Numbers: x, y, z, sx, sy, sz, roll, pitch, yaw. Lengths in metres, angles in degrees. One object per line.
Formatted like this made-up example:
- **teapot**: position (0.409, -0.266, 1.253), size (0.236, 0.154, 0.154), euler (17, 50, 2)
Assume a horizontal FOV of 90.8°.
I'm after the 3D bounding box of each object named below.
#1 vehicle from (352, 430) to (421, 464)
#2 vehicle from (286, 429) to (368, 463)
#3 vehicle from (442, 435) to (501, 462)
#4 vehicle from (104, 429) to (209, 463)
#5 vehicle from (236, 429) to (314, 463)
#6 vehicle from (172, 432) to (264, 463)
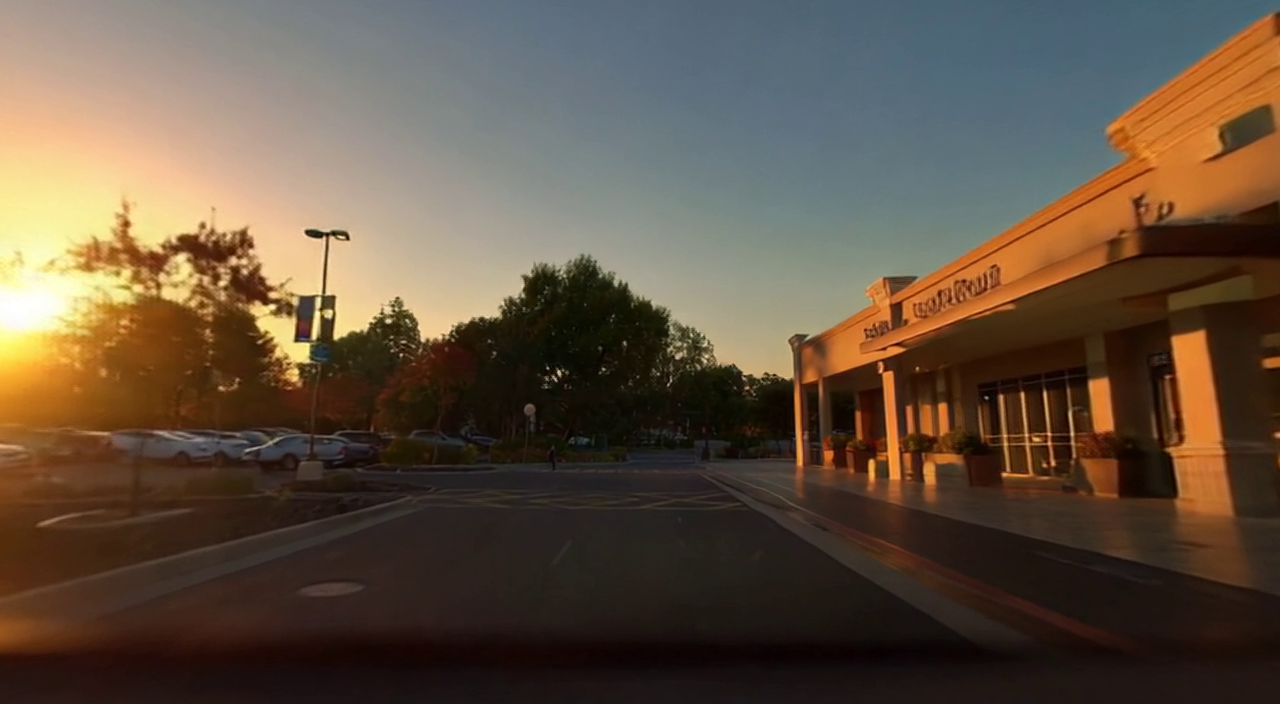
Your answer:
- **vehicle**: position (-12.998, 4.915, 32.724), size (1.892, 1.597, 4.259), euler (0, -8, -2)
- **vehicle**: position (-15.920, 4.828, 32.389), size (1.928, 1.613, 4.197), euler (0, -8, 2)
- **vehicle**: position (-10.248, 5.920, 38.855), size (1.891, 1.464, 4.646), euler (2, -8, 6)
- **vehicle**: position (-24.350, 4.749, 32.040), size (1.773, 1.498, 4.085), euler (3, -8, 6)
- **vehicle**: position (-18.741, 4.826, 32.616), size (1.902, 1.645, 3.903), euler (0, -7, -5)
- **vehicle**: position (-21.377, 4.868, 32.210), size (1.909, 1.474, 3.908), euler (0, -8, 2)
